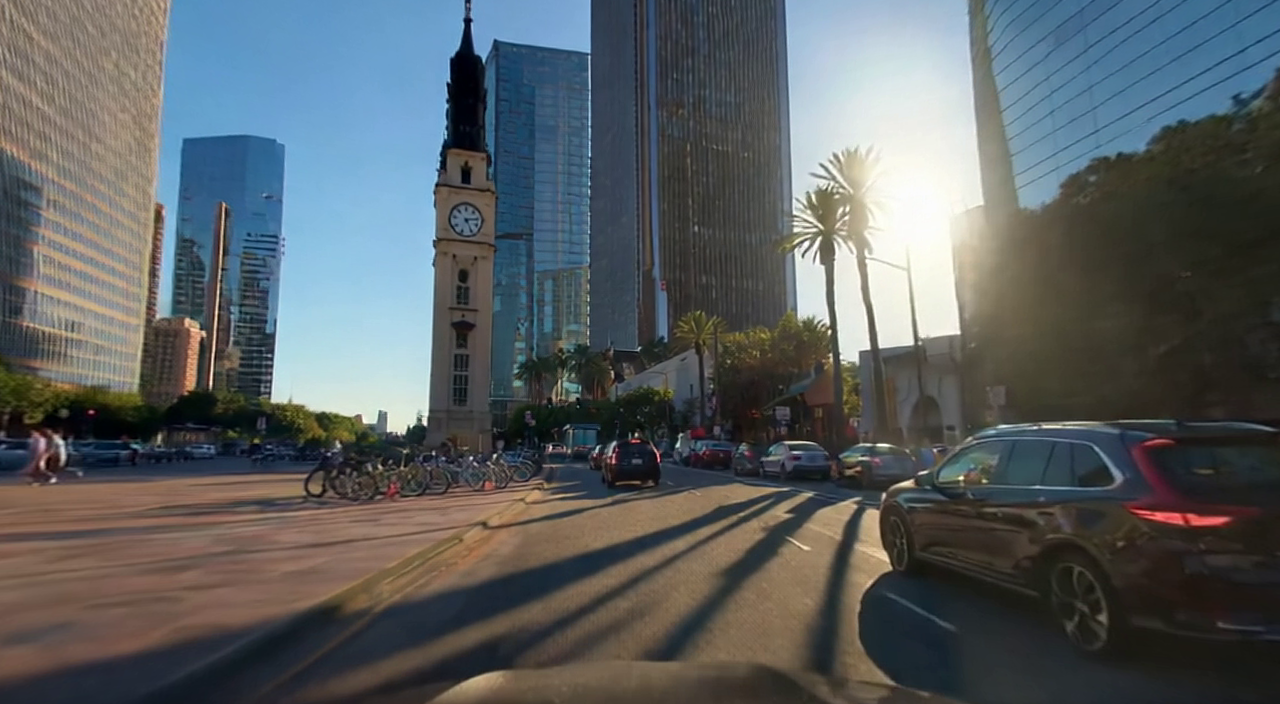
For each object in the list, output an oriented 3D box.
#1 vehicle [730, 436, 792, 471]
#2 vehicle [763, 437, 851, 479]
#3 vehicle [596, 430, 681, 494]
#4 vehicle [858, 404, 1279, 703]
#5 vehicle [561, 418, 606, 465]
[{"bbox_3d":[6.270,5.346,33.326,1.860,1.684,4.211,1,-9,-9],"label":"vehicle"},{"bbox_3d":[6.986,4.488,27.006,2.067,1.641,4.569,1,-9,-6],"label":"vehicle"},{"bbox_3d":[-0.162,3.109,18.066,2.111,1.605,3.832,1,-9,-5],"label":"vehicle"},{"bbox_3d":[3.740,1.329,5.021,2.116,1.500,4.702,0,-9,-3],"label":"vehicle"},{"bbox_3d":[-3.833,6.000,42.190,2.400,2.872,6.053,2,-9,-10],"label":"vehicle"}]
